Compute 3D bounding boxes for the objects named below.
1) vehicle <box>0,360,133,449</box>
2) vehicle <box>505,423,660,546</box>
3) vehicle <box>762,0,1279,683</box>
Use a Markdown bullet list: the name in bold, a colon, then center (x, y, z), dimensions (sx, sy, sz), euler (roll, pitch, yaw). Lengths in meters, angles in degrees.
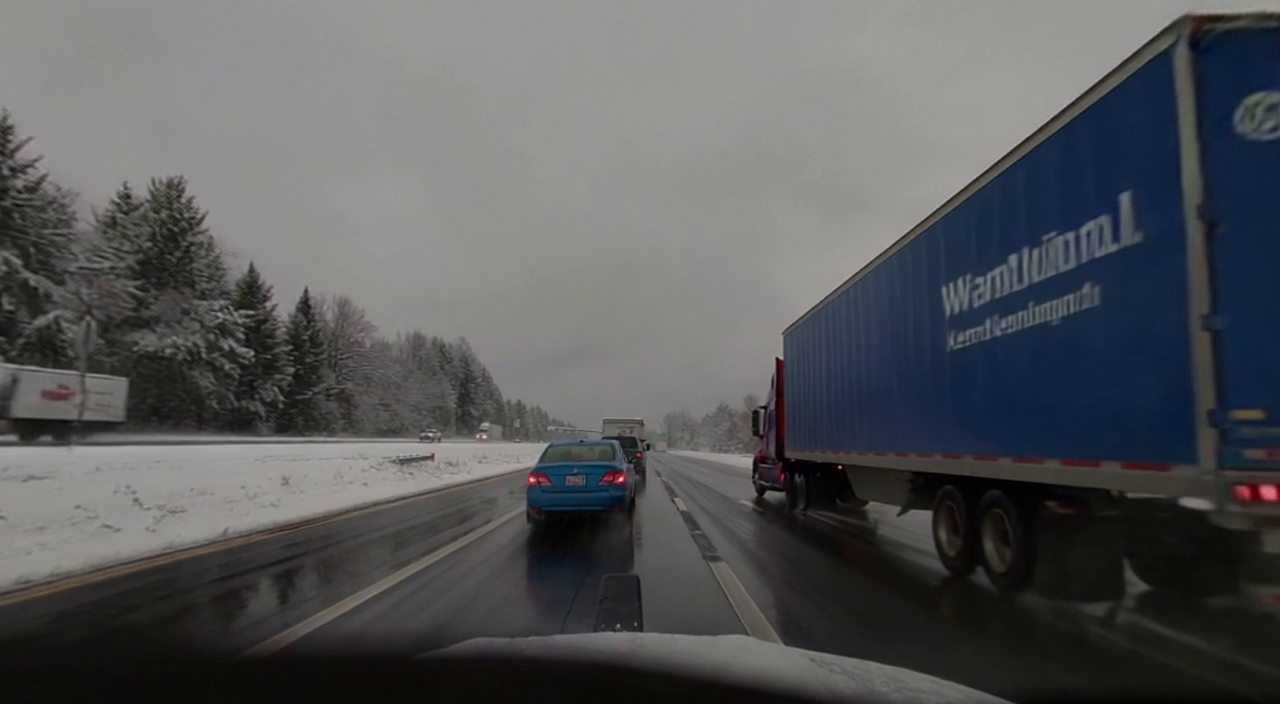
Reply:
- **vehicle**: center (-25.969, 2.353, 26.211), dimensions (2.720, 3.331, 8.732), euler (0, -9, -4)
- **vehicle**: center (-0.743, 2.035, 10.186), dimensions (2.038, 1.582, 3.729), euler (0, -9, 0)
- **vehicle**: center (4.884, 0.845, 10.471), dimensions (2.825, 4.043, 14.051), euler (0, -9, 0)
